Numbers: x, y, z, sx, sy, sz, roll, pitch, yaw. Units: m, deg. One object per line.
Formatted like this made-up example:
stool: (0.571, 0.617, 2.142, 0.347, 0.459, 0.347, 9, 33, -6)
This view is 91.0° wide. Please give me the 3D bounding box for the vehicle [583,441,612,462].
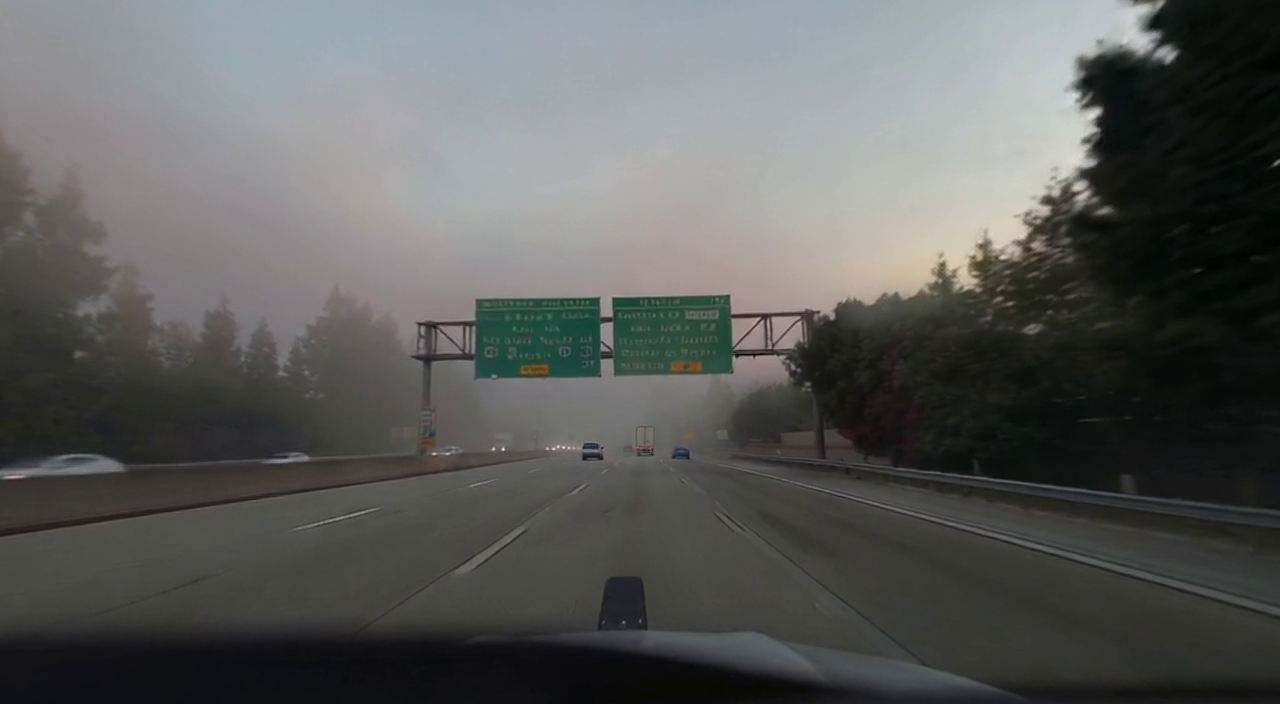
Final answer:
vehicle: (-3.207, 7.625, 48.234, 1.996, 1.521, 3.912, 0, -8, 0)
